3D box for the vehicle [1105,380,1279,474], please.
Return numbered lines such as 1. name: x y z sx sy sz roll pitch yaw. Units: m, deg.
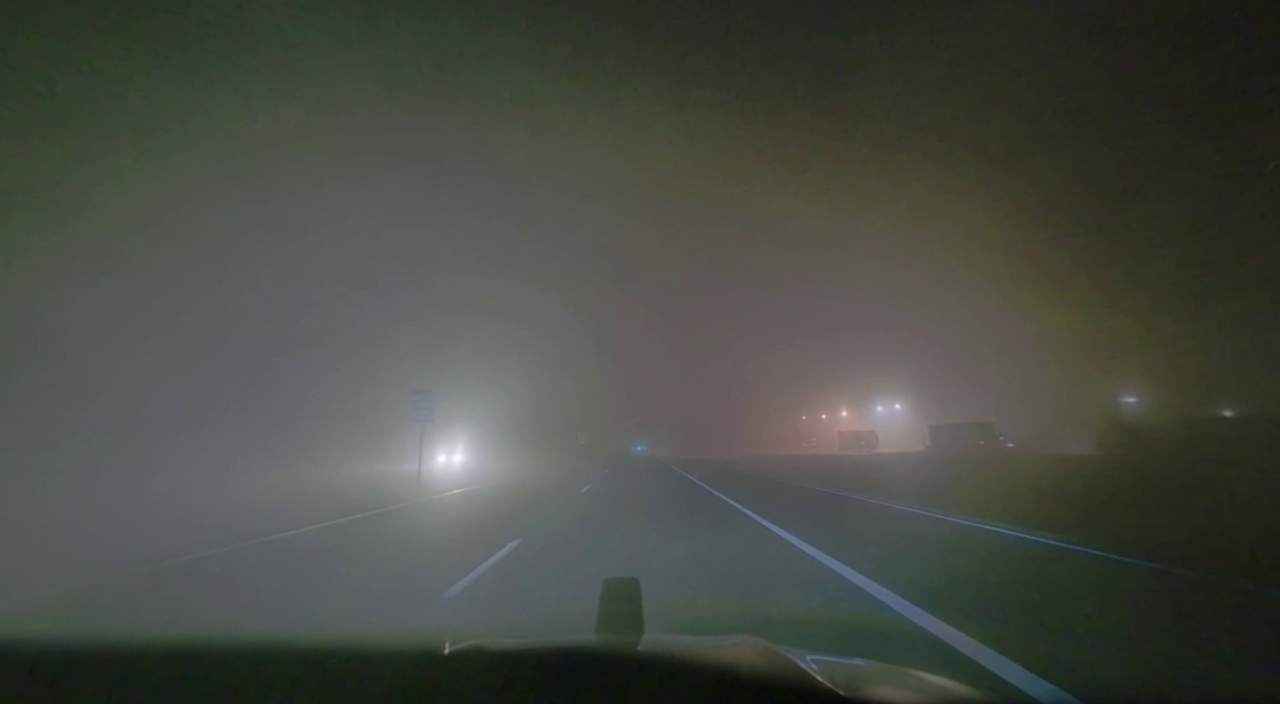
1. vehicle: 30.133 3.886 32.068 2.914 4.132 13.954 -3 -8 3
